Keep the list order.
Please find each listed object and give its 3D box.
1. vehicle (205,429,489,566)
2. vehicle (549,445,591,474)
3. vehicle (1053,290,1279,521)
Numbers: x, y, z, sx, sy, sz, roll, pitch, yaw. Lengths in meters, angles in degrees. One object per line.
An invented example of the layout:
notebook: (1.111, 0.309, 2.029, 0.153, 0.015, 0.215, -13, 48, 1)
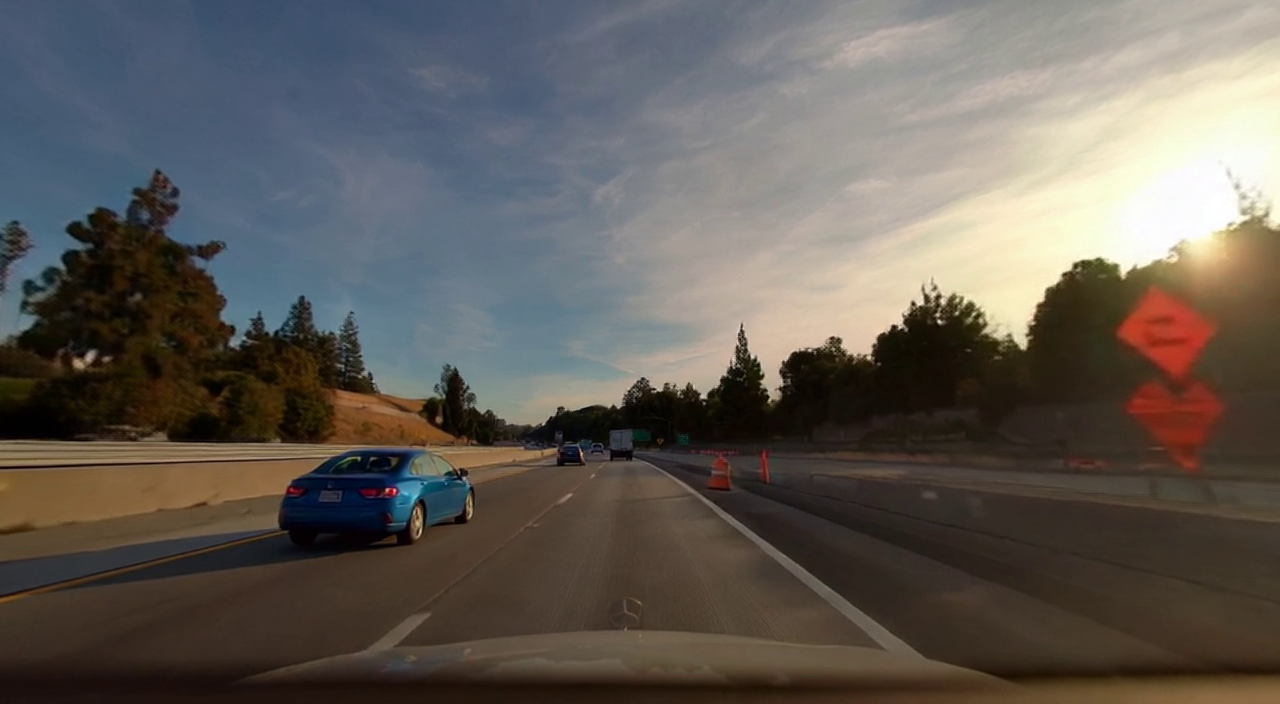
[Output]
vehicle: (-3.856, 2.002, 9.468, 2.012, 1.510, 4.672, 0, -9, 0)
vehicle: (-3.739, 5.846, 34.429, 1.965, 1.459, 4.145, 1, -9, -2)
vehicle: (10.666, 1.140, 12.846, 2.203, 4.166, 2.914, 0, -9, 0)
